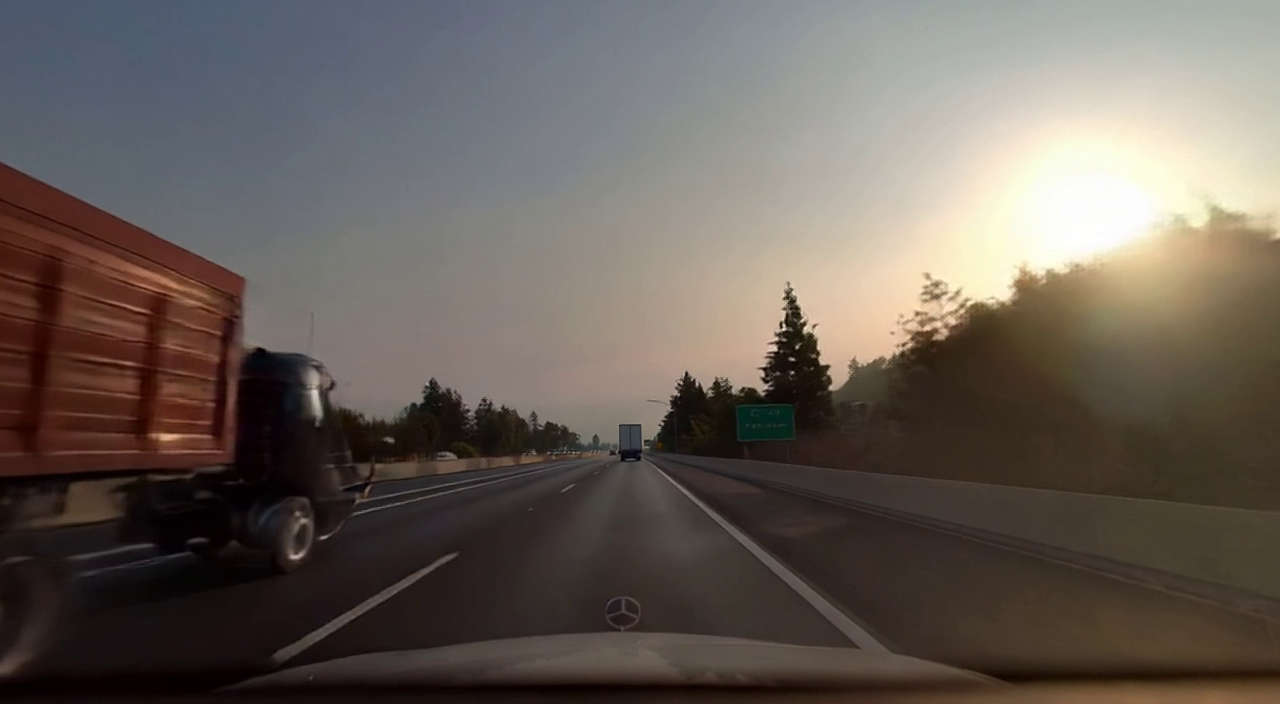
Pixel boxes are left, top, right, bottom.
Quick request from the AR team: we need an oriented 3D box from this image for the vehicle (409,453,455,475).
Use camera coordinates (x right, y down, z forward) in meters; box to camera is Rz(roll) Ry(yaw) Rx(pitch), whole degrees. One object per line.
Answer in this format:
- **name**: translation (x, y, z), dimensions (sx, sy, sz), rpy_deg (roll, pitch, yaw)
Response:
- **vehicle**: translation (-14.227, 7.666, 43.408), dimensions (1.753, 1.440, 4.034), rpy_deg (0, -9, 0)

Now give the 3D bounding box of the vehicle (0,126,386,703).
- **vehicle**: translation (-4.295, 0.539, 4.399), dimensions (2.368, 2.813, 6.329), rpy_deg (0, -9, 0)
